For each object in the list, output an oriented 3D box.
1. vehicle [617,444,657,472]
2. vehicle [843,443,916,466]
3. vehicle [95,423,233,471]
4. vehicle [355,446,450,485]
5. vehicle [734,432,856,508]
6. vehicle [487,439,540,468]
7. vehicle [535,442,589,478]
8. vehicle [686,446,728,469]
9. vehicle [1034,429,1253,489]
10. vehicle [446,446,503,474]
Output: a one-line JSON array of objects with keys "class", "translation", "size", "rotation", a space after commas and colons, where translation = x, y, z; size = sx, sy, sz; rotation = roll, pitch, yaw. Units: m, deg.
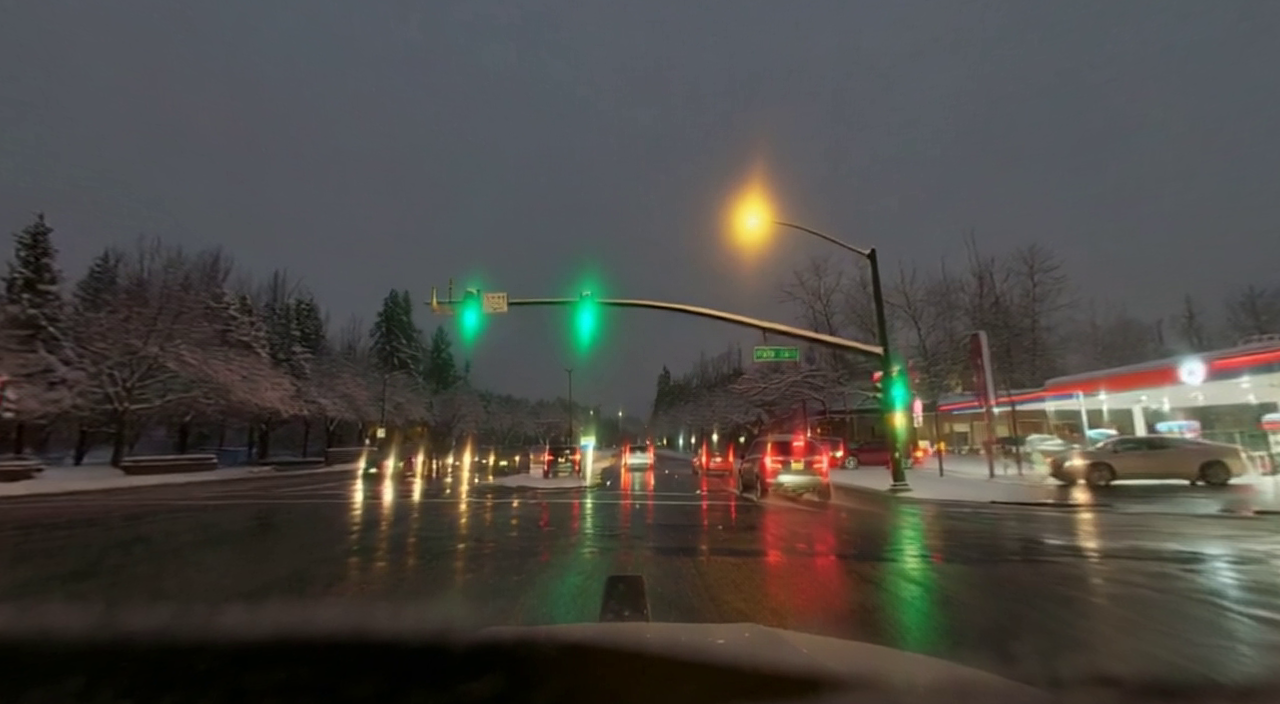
[{"class": "vehicle", "translation": [-0.142, 5.973, 35.683], "size": [2.104, 1.477, 4.591], "rotation": [0, -9, 0]}, {"class": "vehicle", "translation": [17.084, 7.324, 45.092], "size": [4.506, 1.604, 1.830], "rotation": [0, -9, -1]}, {"class": "vehicle", "translation": [-33.752, 6.753, 44.898], "size": [7.339, 3.284, 2.857], "rotation": [0, -9, -1]}, {"class": "vehicle", "translation": [-9.612, 4.616, 26.018], "size": [2.023, 1.433, 4.699], "rotation": [0, -9, 1]}, {"class": "vehicle", "translation": [3.793, 2.971, 16.286], "size": [2.022, 1.683, 4.171], "rotation": [0, -9, -1]}, {"class": "vehicle", "translation": [-9.070, 7.350, 45.881], "size": [2.455, 1.904, 6.030], "rotation": [-1, -9, 2]}, {"class": "vehicle", "translation": [-3.658, 5.154, 30.324], "size": [2.023, 1.607, 4.086], "rotation": [0, -9, 1]}, {"class": "vehicle", "translation": [4.456, 7.077, 42.429], "size": [2.174, 1.462, 4.400], "rotation": [0, -9, -2]}, {"class": "vehicle", "translation": [17.803, 3.806, 22.551], "size": [5.585, 1.866, 2.607], "rotation": [-1, -9, -3]}, {"class": "vehicle", "translation": [-9.079, 5.946, 34.948], "size": [2.001, 1.461, 3.859], "rotation": [0, -9, 2]}]
